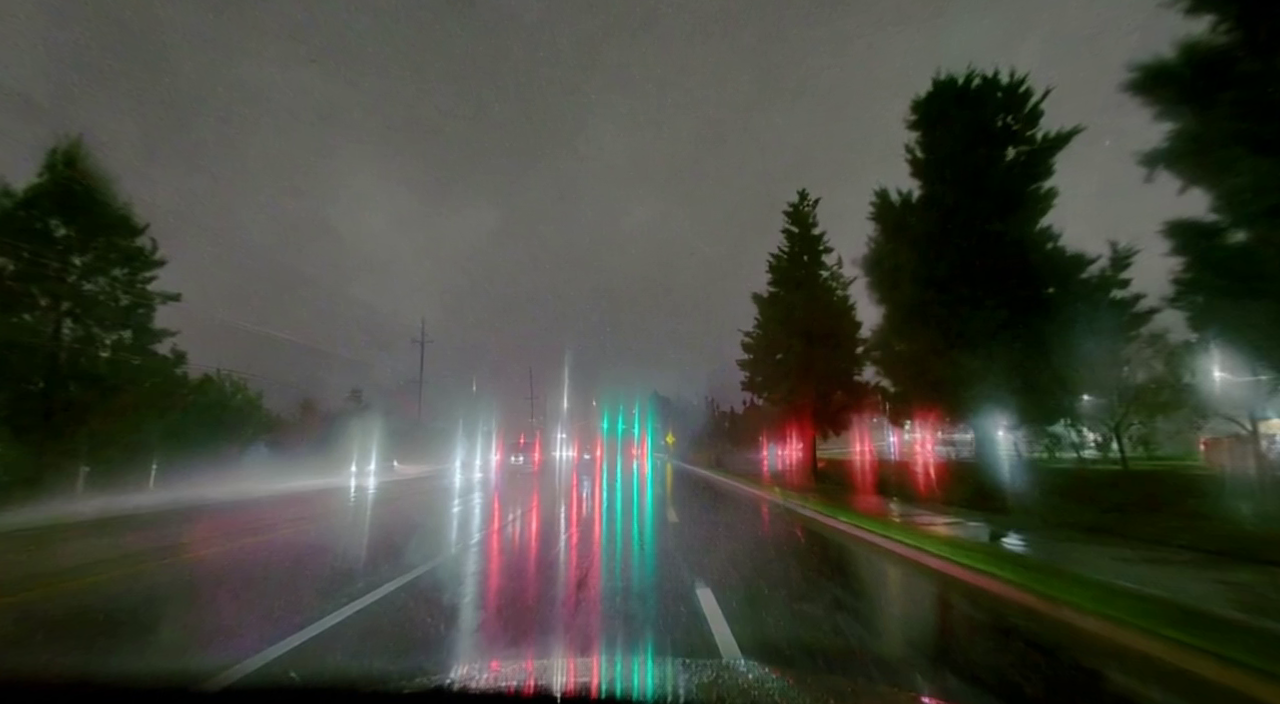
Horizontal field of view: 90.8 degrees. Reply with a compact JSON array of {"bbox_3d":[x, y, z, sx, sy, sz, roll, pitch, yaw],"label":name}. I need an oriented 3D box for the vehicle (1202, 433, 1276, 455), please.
[{"bbox_3d":[41.548,6.391,43.825,4.006,1.508,2.079,3,-9,-21],"label":"vehicle"}]

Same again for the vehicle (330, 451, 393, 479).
[{"bbox_3d":[-18.061,7.345,41.241,2.107,1.676,4.481,0,-9,-1],"label":"vehicle"}]

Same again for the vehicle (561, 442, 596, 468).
[{"bbox_3d":[-4.222,7.154,43.880,2.041,1.698,4.094,0,-9,0],"label":"vehicle"}]

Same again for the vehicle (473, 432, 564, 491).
[{"bbox_3d":[-4.013,3.707,21.730,2.189,1.807,4.467,0,-9,1],"label":"vehicle"}]
